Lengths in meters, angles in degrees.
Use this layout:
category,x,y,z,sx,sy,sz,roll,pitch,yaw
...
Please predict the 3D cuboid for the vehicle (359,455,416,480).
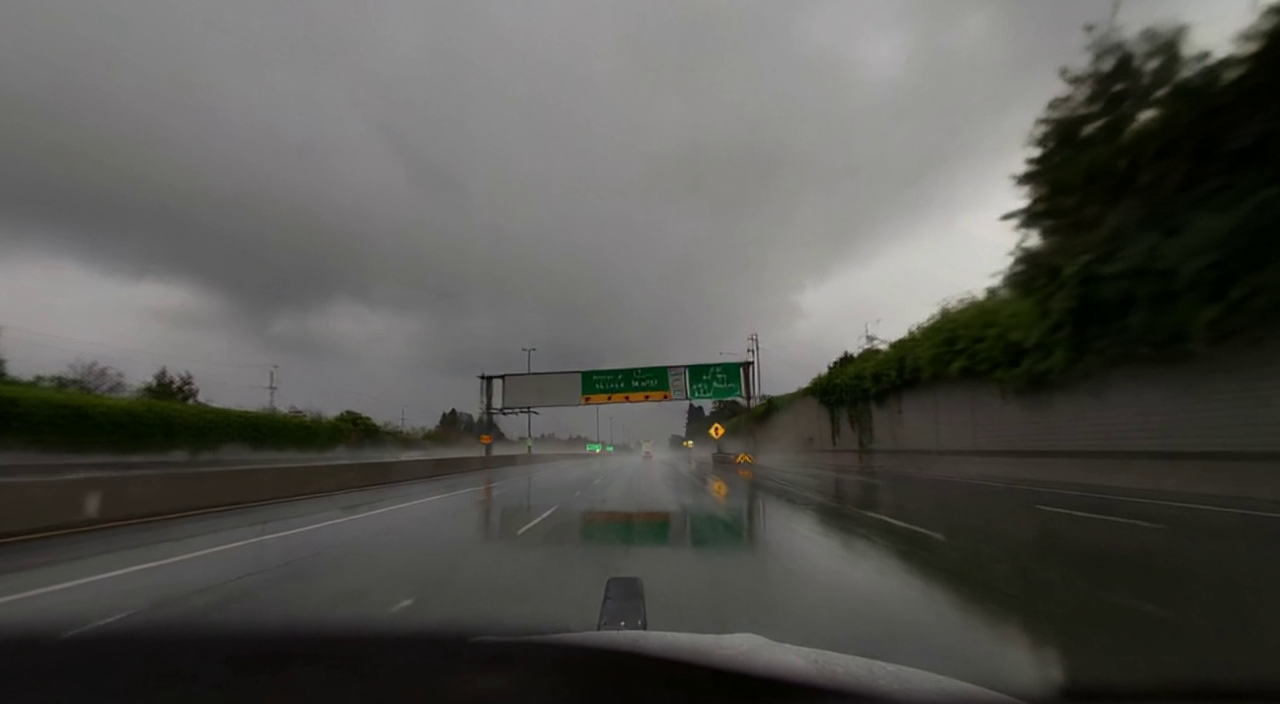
category,x,y,z,sx,sy,sz,roll,pitch,yaw
vehicle,-16.499,7.536,41.387,1.900,1.457,4.449,-1,-9,0
